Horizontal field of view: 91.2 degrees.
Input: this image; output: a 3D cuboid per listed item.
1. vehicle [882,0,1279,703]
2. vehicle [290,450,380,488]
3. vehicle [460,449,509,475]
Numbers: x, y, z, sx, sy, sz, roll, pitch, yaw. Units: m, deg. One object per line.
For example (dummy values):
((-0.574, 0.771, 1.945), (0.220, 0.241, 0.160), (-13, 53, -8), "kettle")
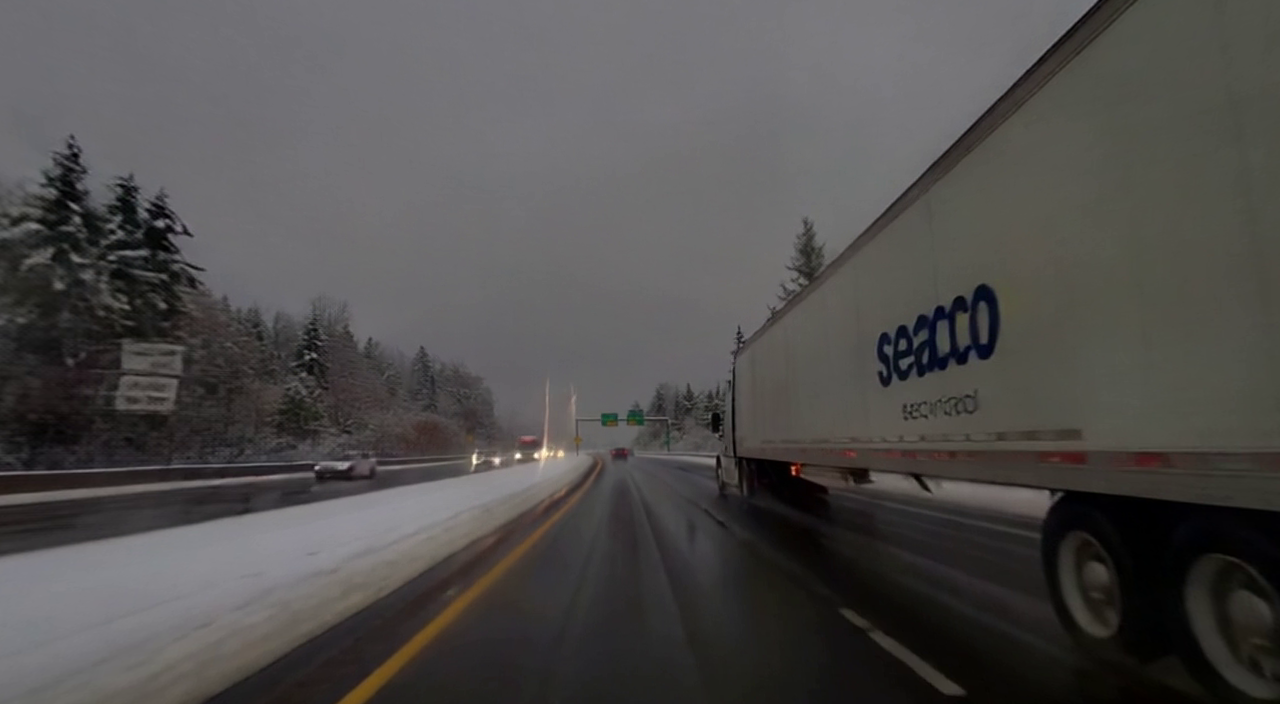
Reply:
((4.500, -0.219, 3.433), (2.892, 3.928, 8.380), (0, -9, 0), "vehicle")
((-13.283, 5.080, 27.609), (1.832, 1.481, 4.339), (0, -9, 0), "vehicle")
((-10.009, 7.108, 40.780), (2.095, 1.529, 4.706), (0, -9, -1), "vehicle")
